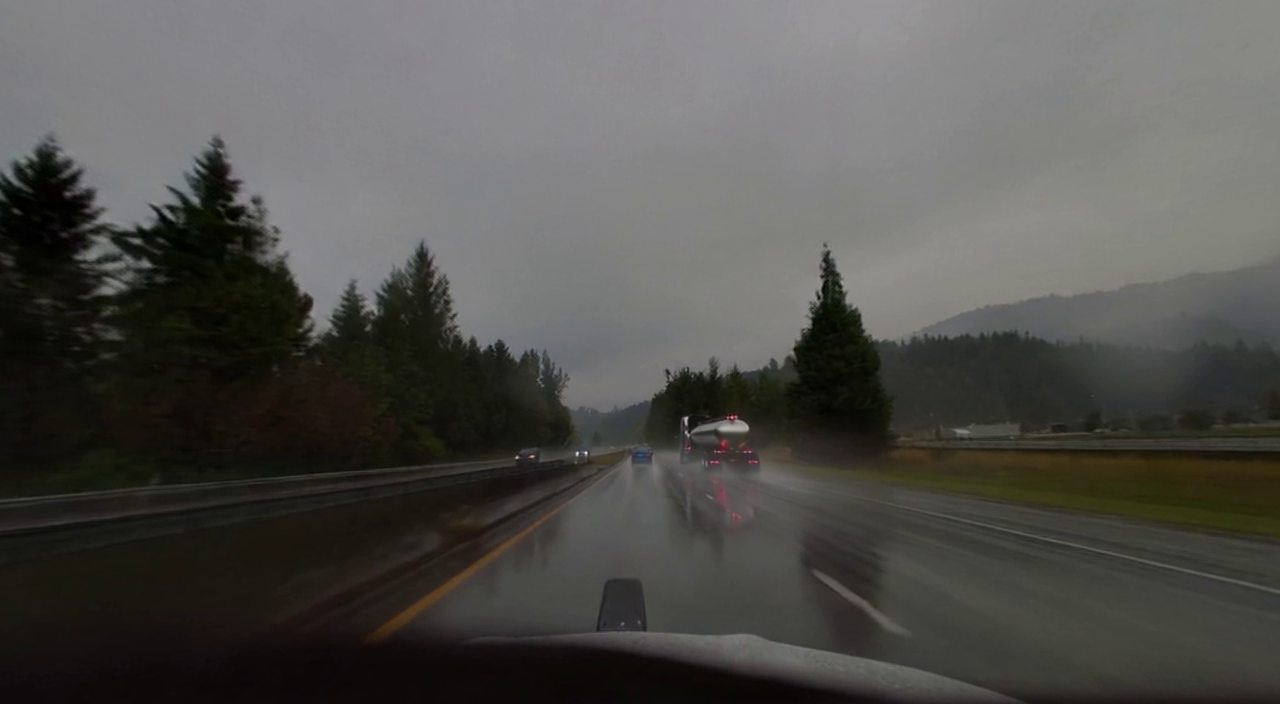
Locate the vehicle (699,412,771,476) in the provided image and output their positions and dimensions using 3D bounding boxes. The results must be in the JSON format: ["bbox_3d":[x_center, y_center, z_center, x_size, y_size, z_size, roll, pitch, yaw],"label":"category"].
[{"bbox_3d":[4.901,5.015,34.092,2.718,3.034,7.395,0,-9,0],"label":"vehicle"}]

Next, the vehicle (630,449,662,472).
[{"bbox_3d":[0.367,6.832,39.921,1.926,1.386,3.615,0,-9,0],"label":"vehicle"}]
